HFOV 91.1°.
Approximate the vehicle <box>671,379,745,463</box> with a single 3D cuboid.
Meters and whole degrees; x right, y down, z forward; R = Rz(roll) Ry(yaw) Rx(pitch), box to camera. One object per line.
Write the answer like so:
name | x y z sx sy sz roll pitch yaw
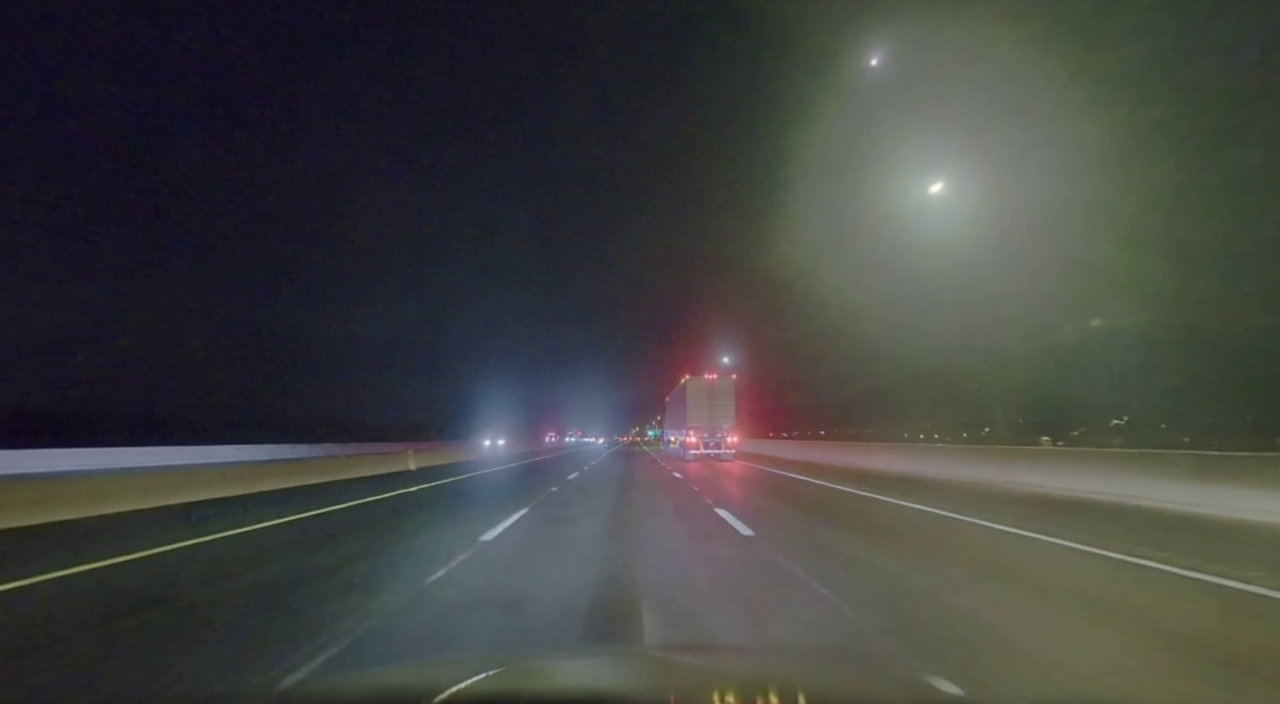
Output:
vehicle | 3.428 3.878 34.275 2.859 3.981 8.596 0 -8 -1
